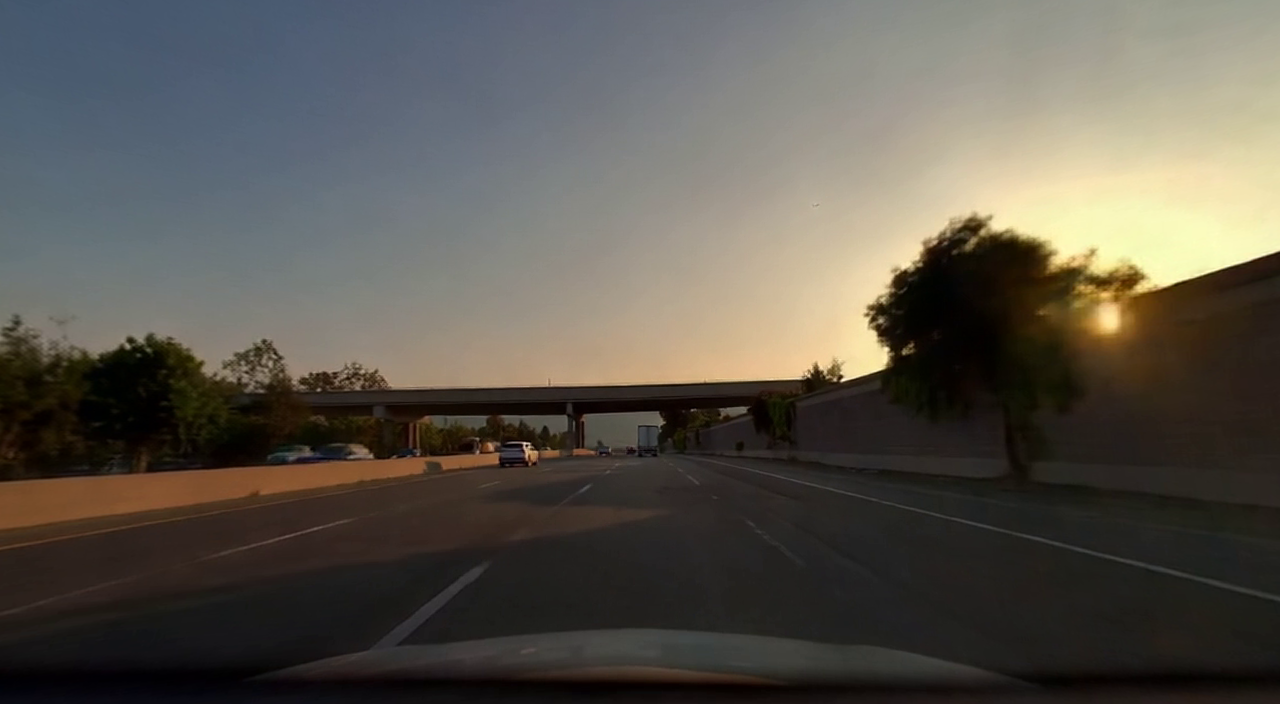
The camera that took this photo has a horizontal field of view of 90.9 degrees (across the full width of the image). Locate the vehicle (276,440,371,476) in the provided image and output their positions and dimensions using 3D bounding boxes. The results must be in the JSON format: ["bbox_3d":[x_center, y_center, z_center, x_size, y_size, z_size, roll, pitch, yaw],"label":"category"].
[{"bbox_3d":[-16.657,5.569,33.567,2.127,1.727,5.447,0,-8,1],"label":"vehicle"}]

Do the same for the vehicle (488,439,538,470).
[{"bbox_3d":[-7.261,5.880,36.474,1.981,1.685,4.171,0,-8,1],"label":"vehicle"}]
